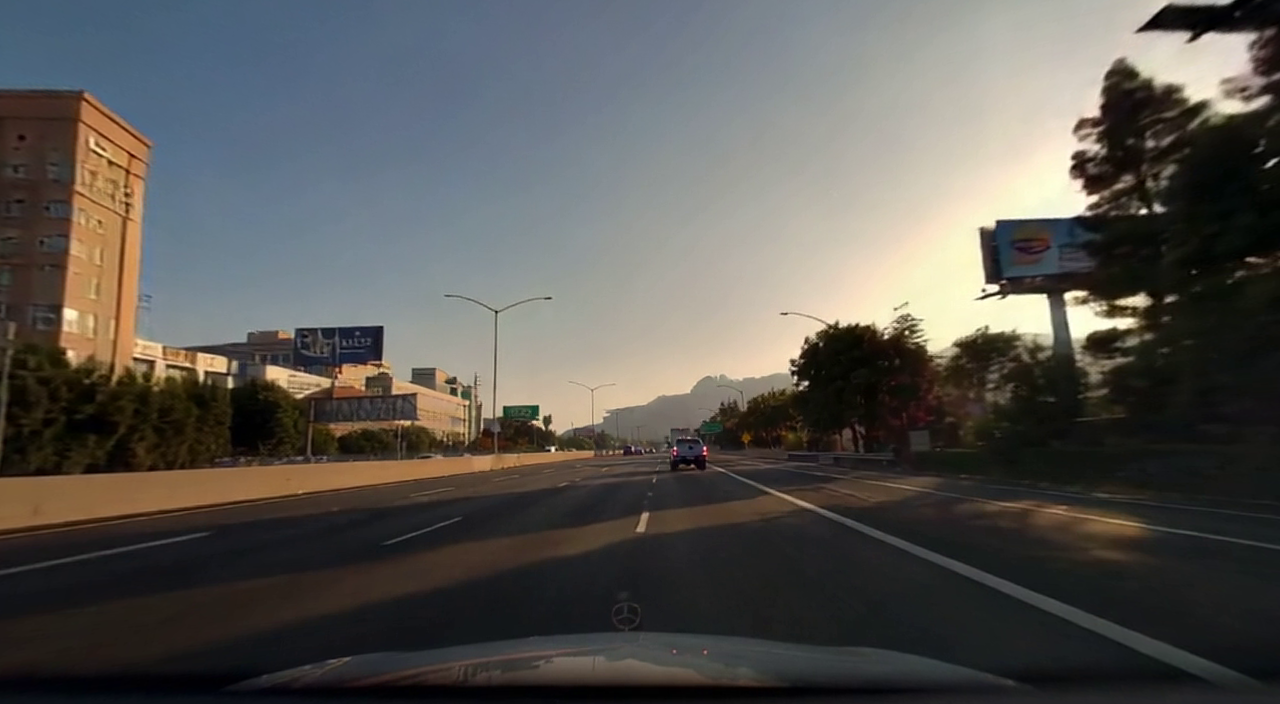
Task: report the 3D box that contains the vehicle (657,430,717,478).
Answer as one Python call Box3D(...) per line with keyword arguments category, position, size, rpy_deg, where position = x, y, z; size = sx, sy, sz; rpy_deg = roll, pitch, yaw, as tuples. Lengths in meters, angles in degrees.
Box3D(category="vehicle", position=(2.290, 5.190, 32.237), size=(2.740, 2.157, 6.300), rpy_deg=(-1, -9, 2))
